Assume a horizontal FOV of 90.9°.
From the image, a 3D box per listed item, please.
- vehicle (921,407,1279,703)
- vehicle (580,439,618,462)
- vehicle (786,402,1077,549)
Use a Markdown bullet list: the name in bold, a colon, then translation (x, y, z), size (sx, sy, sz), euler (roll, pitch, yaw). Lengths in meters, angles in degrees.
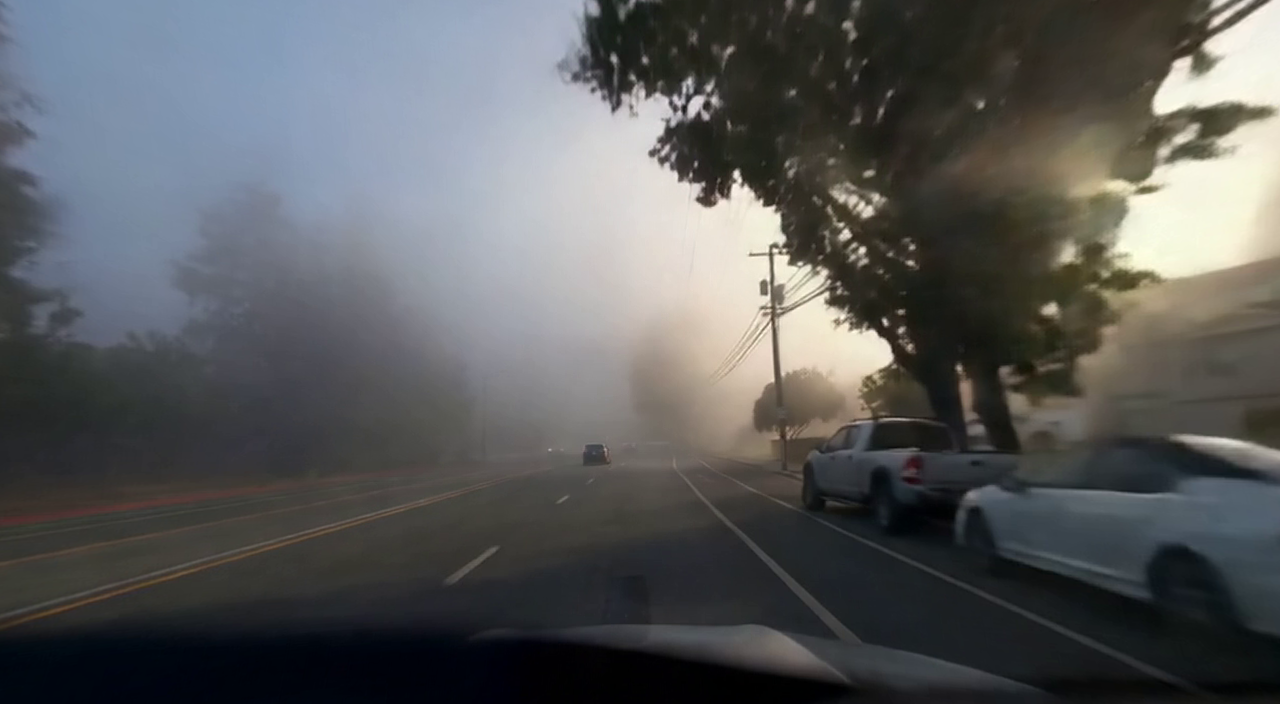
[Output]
- **vehicle**: translation (4.299, 1.292, 4.787), size (2.241, 1.536, 4.682), euler (0, -8, 1)
- **vehicle**: translation (-2.727, 6.695, 43.075), size (2.084, 1.466, 4.522), euler (-1, -8, 3)
- **vehicle**: translation (4.430, 1.985, 10.922), size (2.336, 1.885, 5.298), euler (0, -8, -2)
